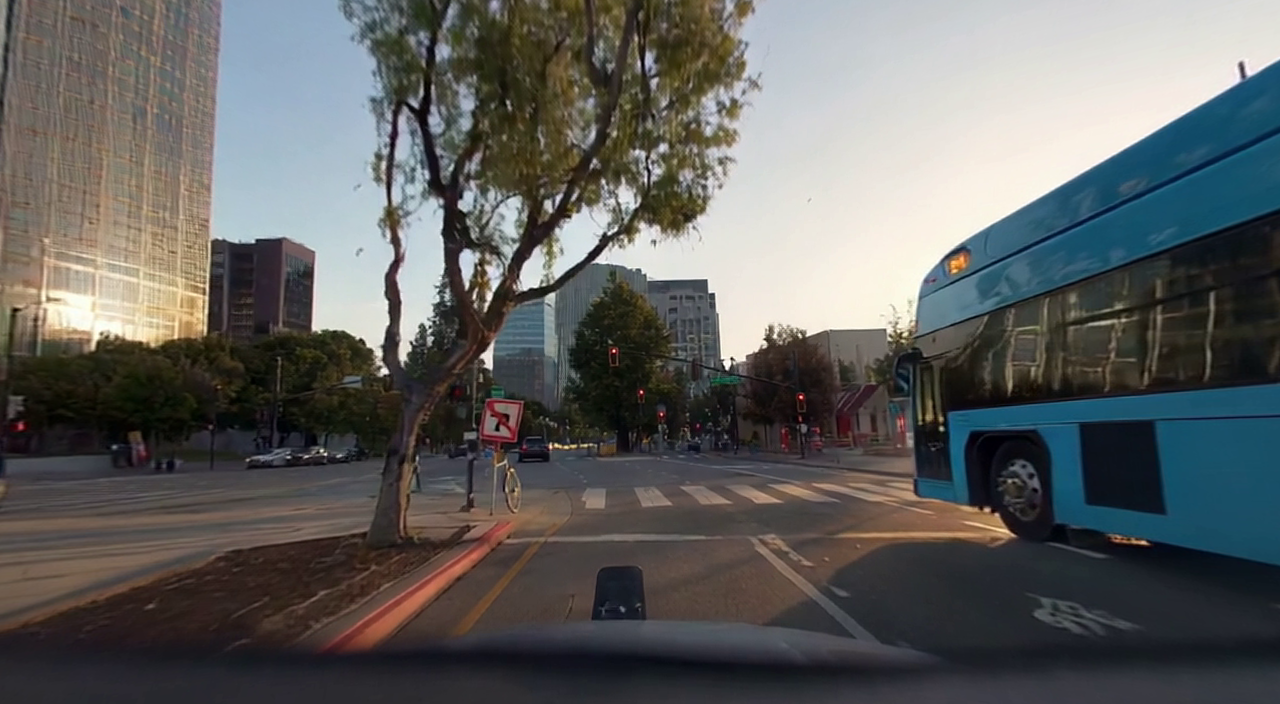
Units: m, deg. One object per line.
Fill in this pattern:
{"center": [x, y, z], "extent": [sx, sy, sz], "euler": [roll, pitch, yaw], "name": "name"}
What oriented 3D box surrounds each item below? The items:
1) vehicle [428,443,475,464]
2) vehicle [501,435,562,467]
{"center": [-13.859, 7.416, 46.404], "extent": [2.036, 1.467, 3.979], "euler": [6, -10, -36], "name": "vehicle"}
{"center": [-5.842, 5.231, 33.570], "extent": [2.123, 1.544, 4.158], "euler": [4, -9, -25], "name": "vehicle"}
